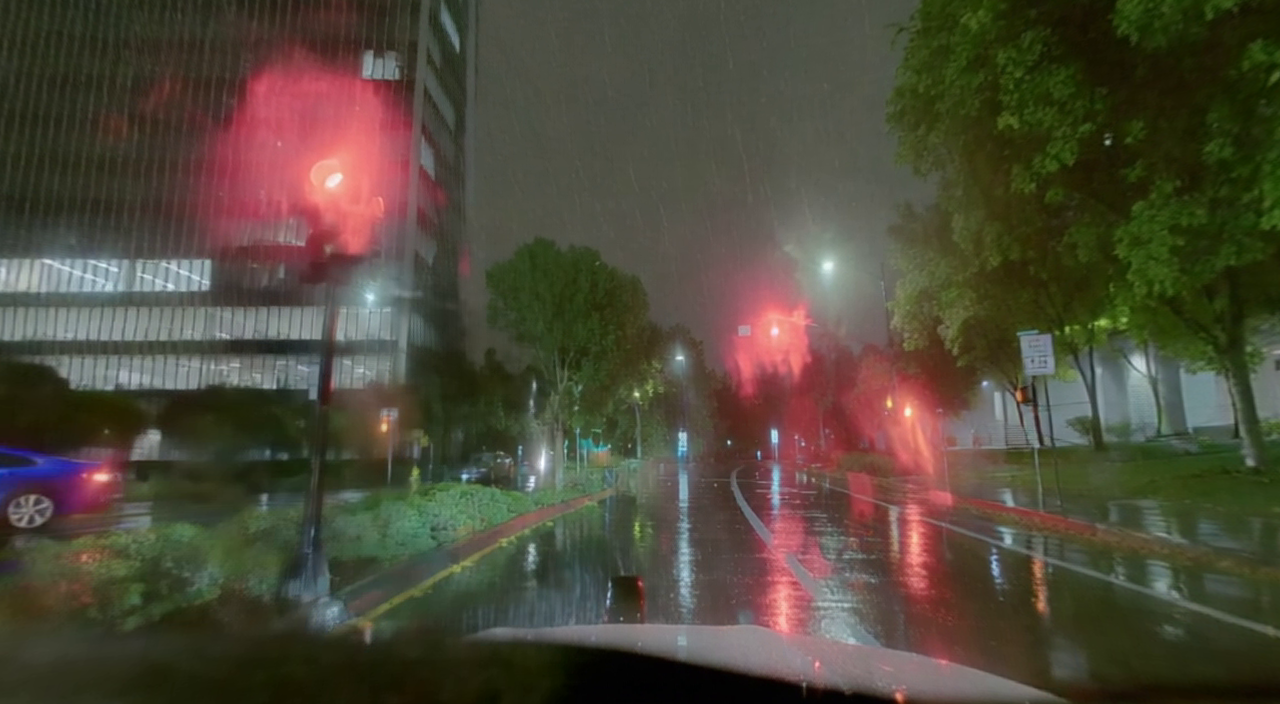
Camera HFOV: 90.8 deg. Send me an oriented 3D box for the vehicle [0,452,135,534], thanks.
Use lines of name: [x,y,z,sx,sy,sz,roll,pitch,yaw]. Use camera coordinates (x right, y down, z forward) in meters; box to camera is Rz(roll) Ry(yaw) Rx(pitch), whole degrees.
vehicle: [-12.860,2.714,12.264,4.598,1.490,1.816,7,-11,-40]

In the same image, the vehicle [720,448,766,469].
vehicle: [7.842,8.124,48.417,1.829,1.440,4.384,2,-9,-14]
